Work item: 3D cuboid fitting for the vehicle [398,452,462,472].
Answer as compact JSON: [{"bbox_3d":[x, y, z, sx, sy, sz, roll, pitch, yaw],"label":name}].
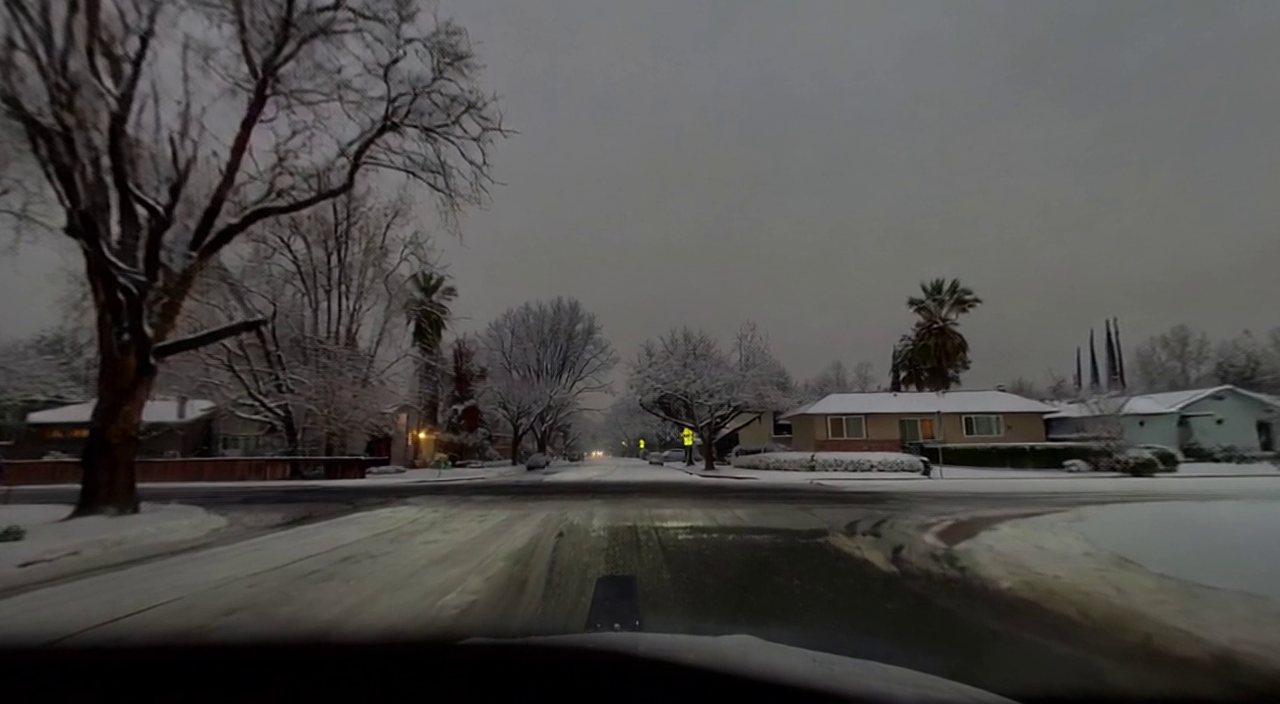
[{"bbox_3d":[-16.559,8.656,49.967,4.358,1.516,2.077,1,-9,-4],"label":"vehicle"}]
